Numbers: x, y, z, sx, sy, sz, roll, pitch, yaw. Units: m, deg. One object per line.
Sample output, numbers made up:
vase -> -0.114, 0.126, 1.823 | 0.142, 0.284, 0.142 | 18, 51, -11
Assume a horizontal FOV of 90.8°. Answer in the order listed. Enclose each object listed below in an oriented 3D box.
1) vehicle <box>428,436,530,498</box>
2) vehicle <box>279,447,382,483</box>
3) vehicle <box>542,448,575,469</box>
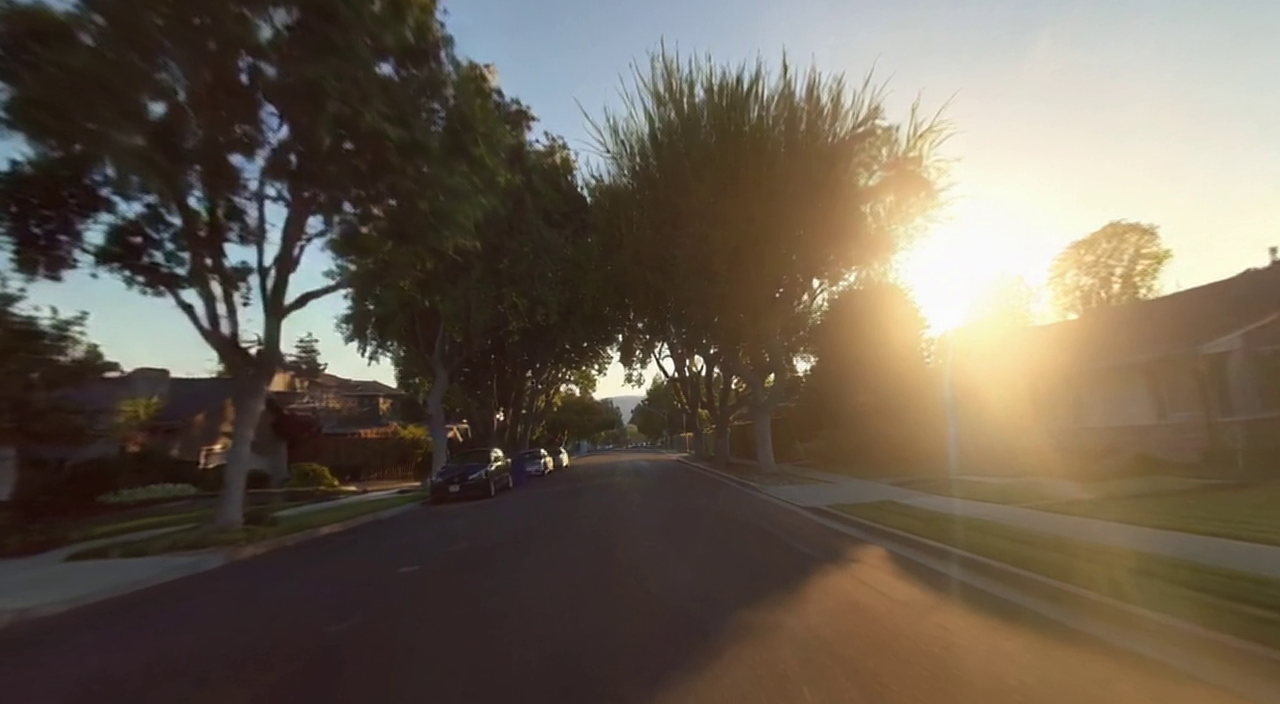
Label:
vehicle -> -5.589, 4.082, 22.865 | 2.341, 1.886, 5.684 | -1, -9, -1
vehicle -> -16.885, 6.148, 34.637 | 4.546, 1.791, 1.992 | -1, -9, -1
vehicle -> -5.988, 7.885, 46.915 | 1.901, 1.468, 4.212 | -1, -9, 0
